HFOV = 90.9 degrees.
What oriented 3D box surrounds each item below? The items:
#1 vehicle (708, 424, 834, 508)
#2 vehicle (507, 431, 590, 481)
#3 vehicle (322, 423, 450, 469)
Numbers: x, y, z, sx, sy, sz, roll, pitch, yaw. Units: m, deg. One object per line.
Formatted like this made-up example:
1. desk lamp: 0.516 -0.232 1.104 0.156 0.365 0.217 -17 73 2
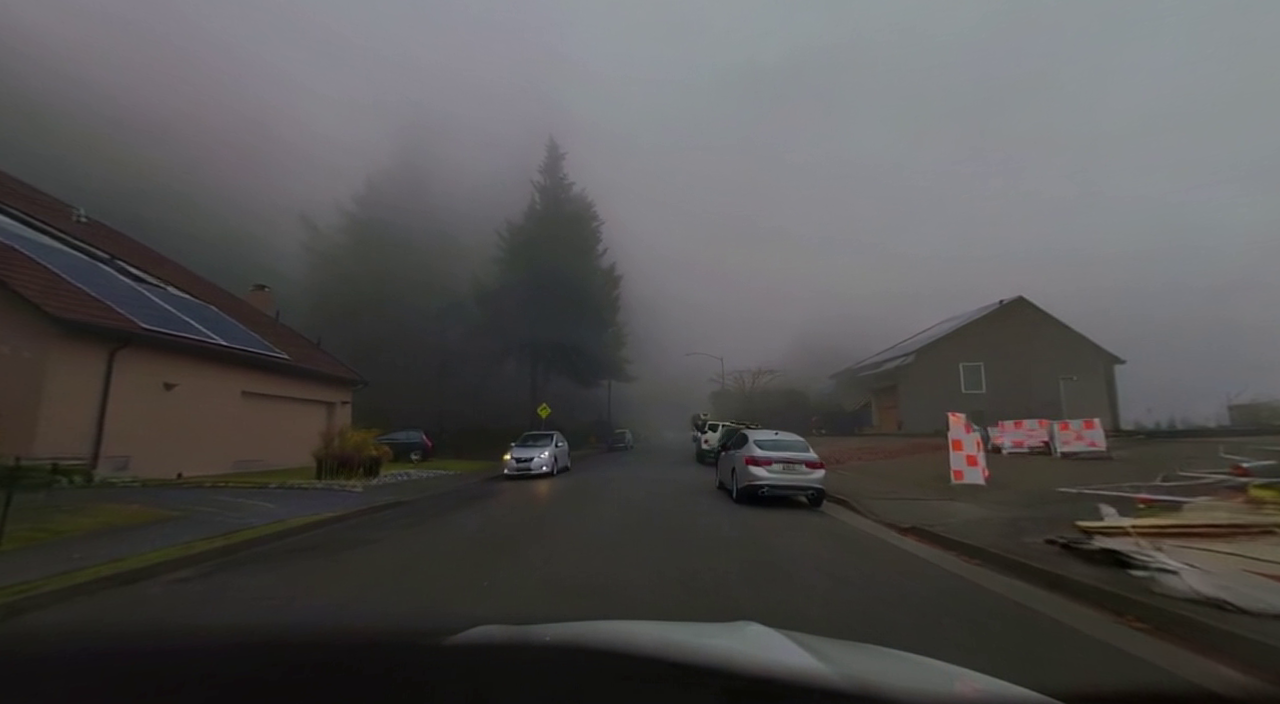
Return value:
1. vehicle: 2.582 2.333 13.407 1.998 1.494 3.927 0 -8 3
2. vehicle: -2.943 3.441 21.209 1.972 1.499 4.191 -1 -8 3
3. vehicle: -10.117 3.768 25.357 4.205 1.745 2.121 -1 -8 4
